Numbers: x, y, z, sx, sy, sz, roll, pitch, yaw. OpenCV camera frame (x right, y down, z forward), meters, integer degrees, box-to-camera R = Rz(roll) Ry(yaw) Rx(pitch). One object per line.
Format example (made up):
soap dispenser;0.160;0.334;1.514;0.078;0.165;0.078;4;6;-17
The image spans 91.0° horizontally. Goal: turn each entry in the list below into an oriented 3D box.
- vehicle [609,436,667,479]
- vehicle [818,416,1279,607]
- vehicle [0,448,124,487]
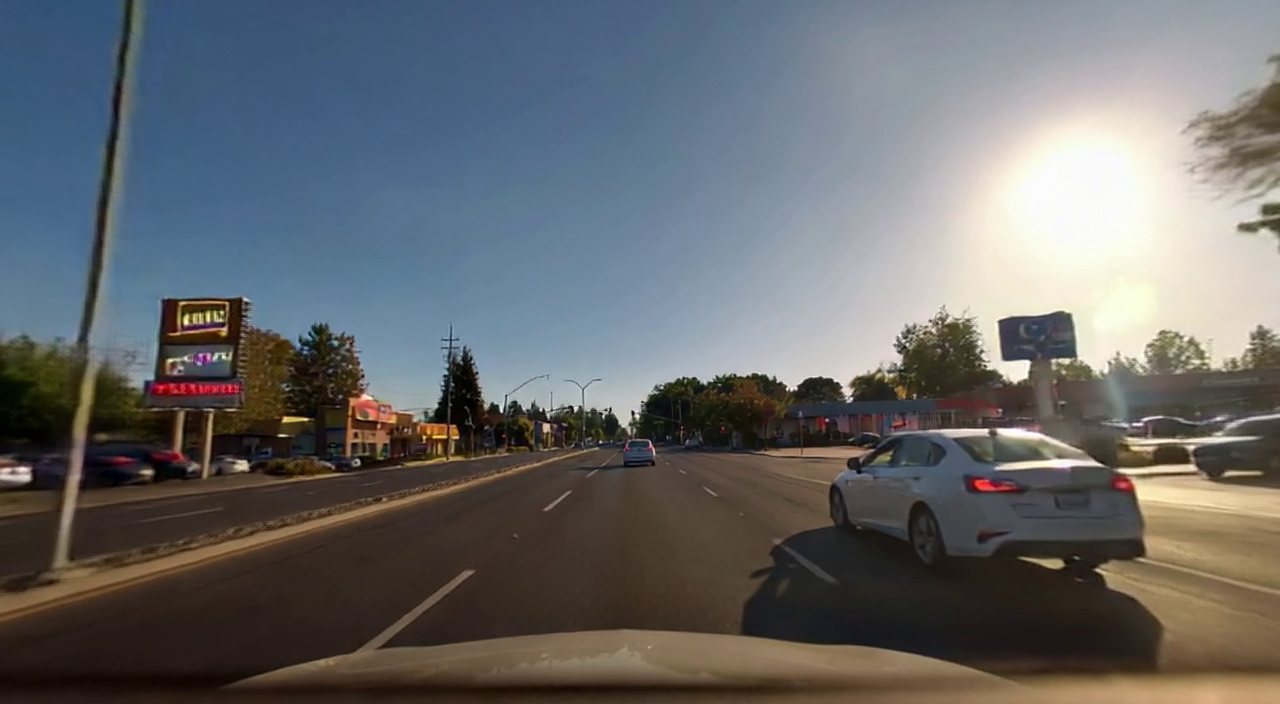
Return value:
vehicle;-0.102;3.939;23.704;1.998;1.452;3.773;0;-8;-1
vehicle;3.873;1.587;7.282;2.153;1.456;4.705;0;-9;-1
vehicle;-27.175;5.333;29.292;4.519;1.712;1.932;0;-8;-2
